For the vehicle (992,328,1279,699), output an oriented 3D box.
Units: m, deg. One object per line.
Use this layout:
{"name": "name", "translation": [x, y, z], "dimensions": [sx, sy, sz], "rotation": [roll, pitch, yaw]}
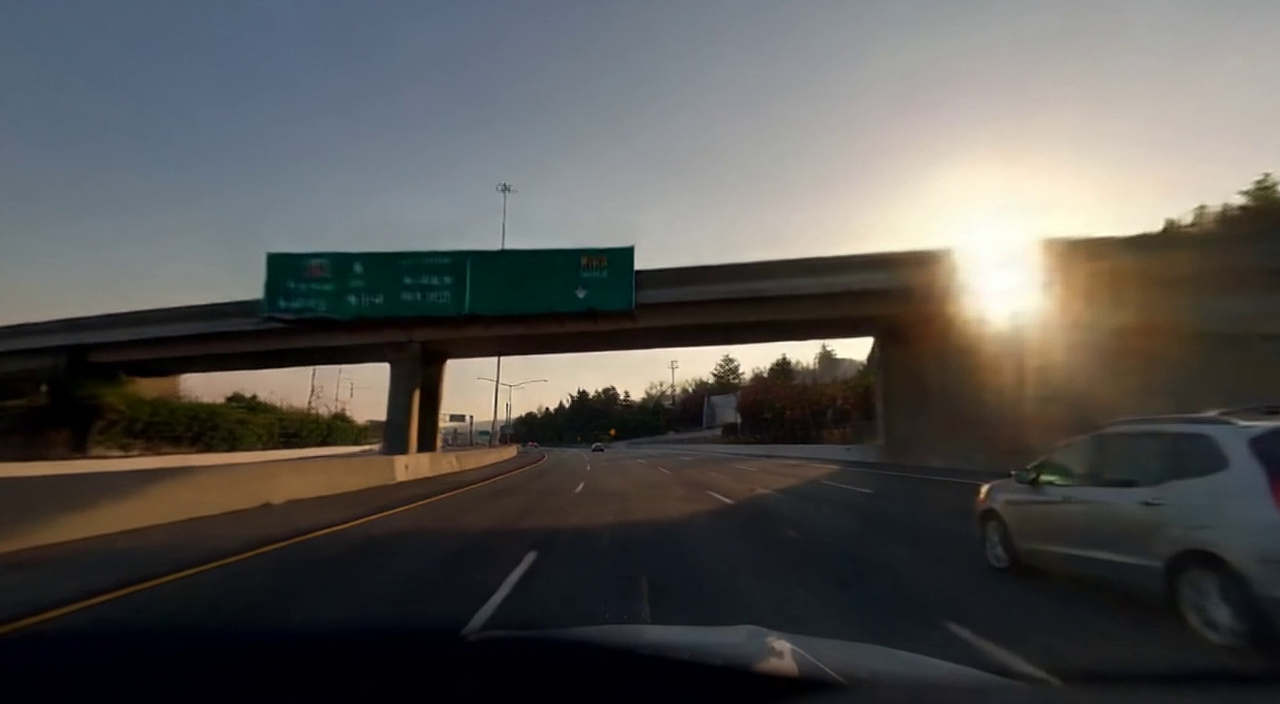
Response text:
{"name": "vehicle", "translation": [3.983, 0.721, 2.788], "dimensions": [2.039, 1.701, 4.834], "rotation": [-1, -8, 0]}
